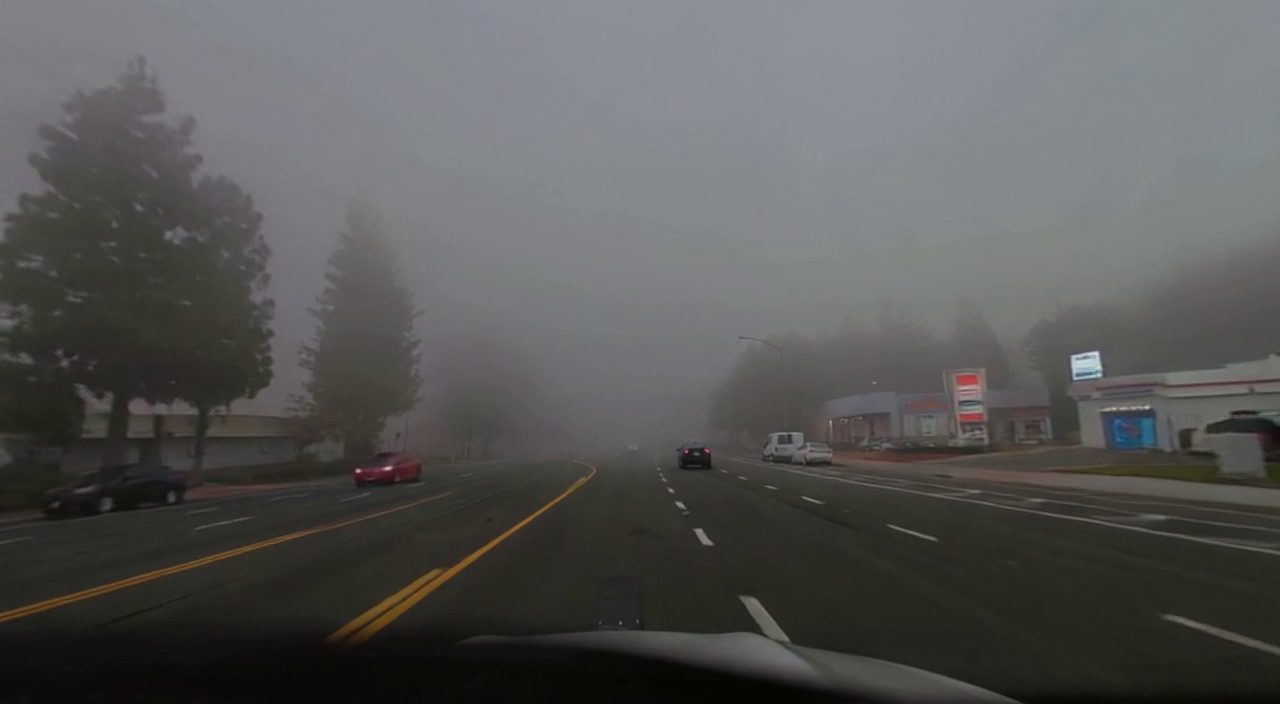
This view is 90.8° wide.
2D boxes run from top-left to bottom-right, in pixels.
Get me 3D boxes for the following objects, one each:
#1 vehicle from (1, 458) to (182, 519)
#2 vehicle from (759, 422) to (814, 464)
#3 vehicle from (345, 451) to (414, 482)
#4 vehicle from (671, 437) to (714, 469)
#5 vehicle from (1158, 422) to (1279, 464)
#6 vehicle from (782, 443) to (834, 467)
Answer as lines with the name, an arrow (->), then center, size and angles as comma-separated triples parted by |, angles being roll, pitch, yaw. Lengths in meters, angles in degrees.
vehicle -> -17.998, 4.449, 21.121 | 2.045, 1.727, 4.503 | 0, -9, -1
vehicle -> 10.317, 6.516, 45.015 | 2.507, 2.745, 5.779 | 0, -9, 0
vehicle -> -13.895, 6.113, 33.998 | 1.875, 1.493, 4.355 | 0, -9, -1
vehicle -> 2.854, 5.637, 35.307 | 1.957, 1.643, 4.226 | 0, -9, -1
vehicle -> 23.967, 3.677, 25.494 | 1.843, 1.490, 4.282 | 2, -9, -37
vehicle -> 10.341, 6.361, 39.218 | 1.857, 1.411, 4.859 | 0, -9, 0
